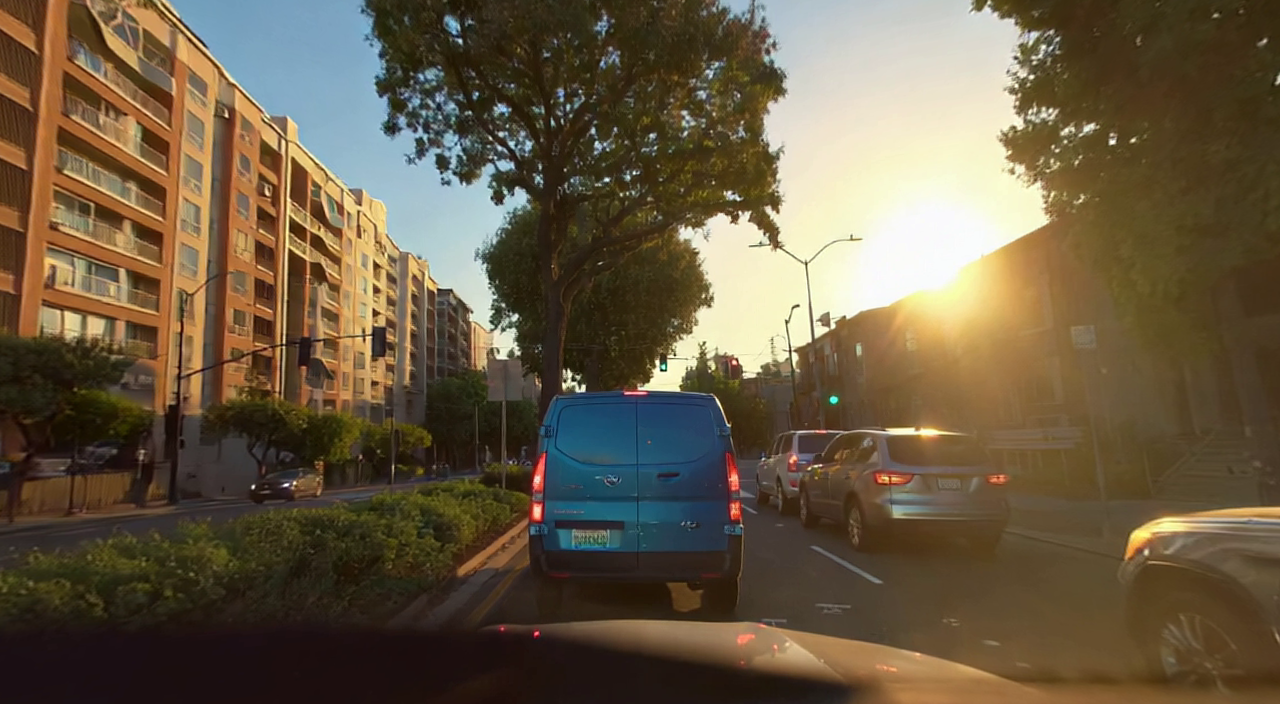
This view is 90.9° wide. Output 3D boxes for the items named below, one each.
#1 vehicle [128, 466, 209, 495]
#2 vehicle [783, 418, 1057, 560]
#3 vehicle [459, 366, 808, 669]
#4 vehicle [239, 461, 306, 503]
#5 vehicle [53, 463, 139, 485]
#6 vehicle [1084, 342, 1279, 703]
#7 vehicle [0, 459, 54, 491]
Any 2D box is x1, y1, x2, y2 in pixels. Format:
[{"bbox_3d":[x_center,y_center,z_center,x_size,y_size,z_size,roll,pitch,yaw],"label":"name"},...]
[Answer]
[{"bbox_3d":[-33.253,9.065,44.532,4.292,1.492,1.772,-6,-14,-1],"label":"vehicle"},{"bbox_3d":[3.925,2.005,10.021,2.061,1.676,4.734,0,-9,-2],"label":"vehicle"},{"bbox_3d":[-0.030,1.323,6.044,2.101,1.828,4.270,0,-9,0],"label":"vehicle"},{"bbox_3d":[-15.403,5.409,26.648,1.852,1.485,4.428,3,-9,-23],"label":"vehicle"},{"bbox_3d":[-38.458,8.630,44.638,4.396,1.458,1.809,-1,-9,2],"label":"vehicle"},{"bbox_3d":[3.810,0.693,1.742,2.157,1.748,4.130,0,-9,1],"label":"vehicle"},{"bbox_3d":[-35.472,6.851,35.146,3.843,1.680,1.782,-1,-9,4],"label":"vehicle"}]
